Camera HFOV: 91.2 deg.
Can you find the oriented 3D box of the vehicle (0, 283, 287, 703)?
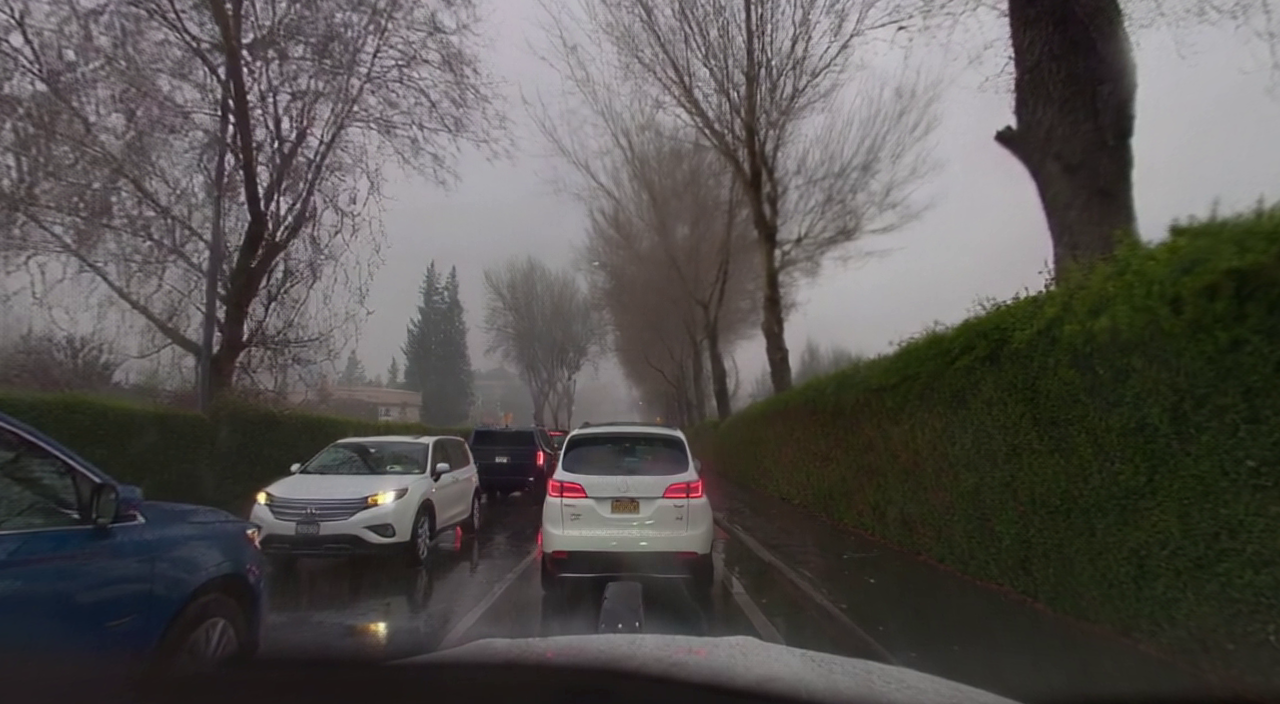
[{"bbox_3d":[-3.285,0.679,1.263,2.205,1.913,5.327,-6,-8,-2],"label":"vehicle"}]

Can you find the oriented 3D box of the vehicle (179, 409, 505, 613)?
[{"bbox_3d":[-3.408,1.861,8.329,2.256,1.728,4.421,-6,-8,-2],"label":"vehicle"}]

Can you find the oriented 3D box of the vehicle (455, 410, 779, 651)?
[{"bbox_3d":[-0.178,1.504,6.268,2.154,1.581,4.007,0,-9,-1],"label":"vehicle"}]
